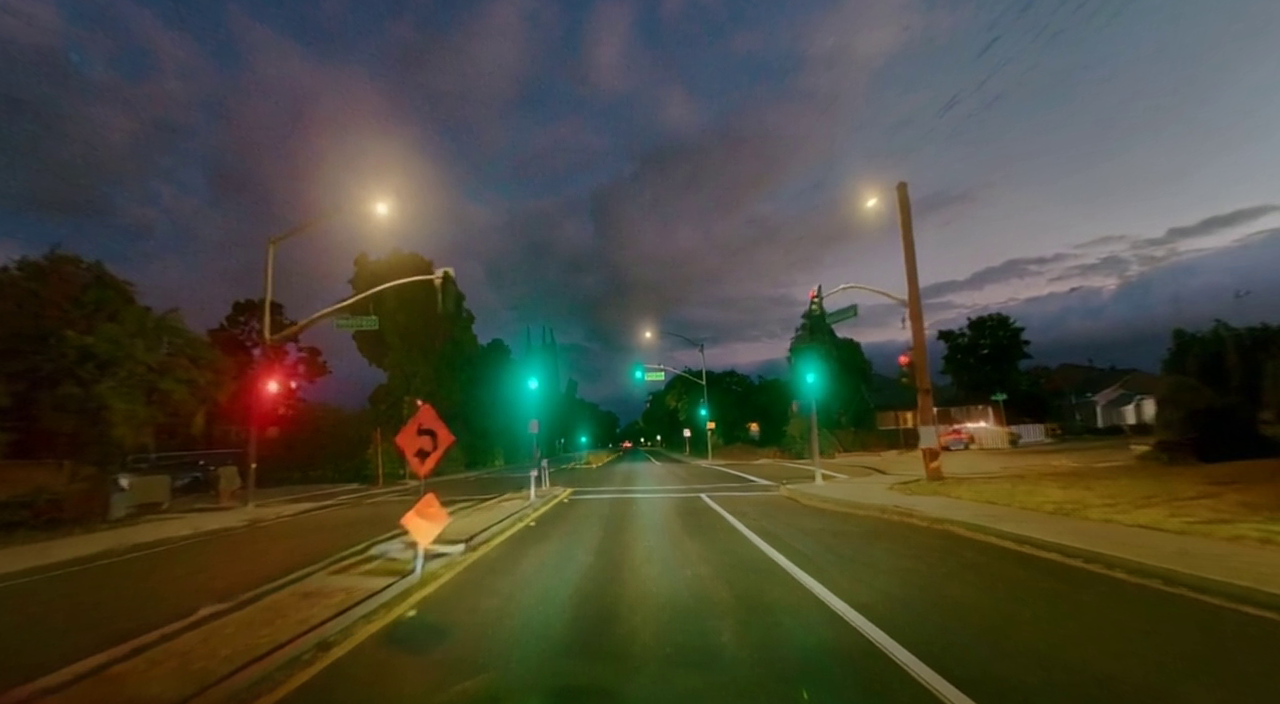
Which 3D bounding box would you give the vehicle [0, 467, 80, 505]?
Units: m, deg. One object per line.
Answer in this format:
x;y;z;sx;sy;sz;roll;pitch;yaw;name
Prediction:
-33.758;7.273;34.335;4.433;1.908;2.090;0;-8;-4;vehicle
